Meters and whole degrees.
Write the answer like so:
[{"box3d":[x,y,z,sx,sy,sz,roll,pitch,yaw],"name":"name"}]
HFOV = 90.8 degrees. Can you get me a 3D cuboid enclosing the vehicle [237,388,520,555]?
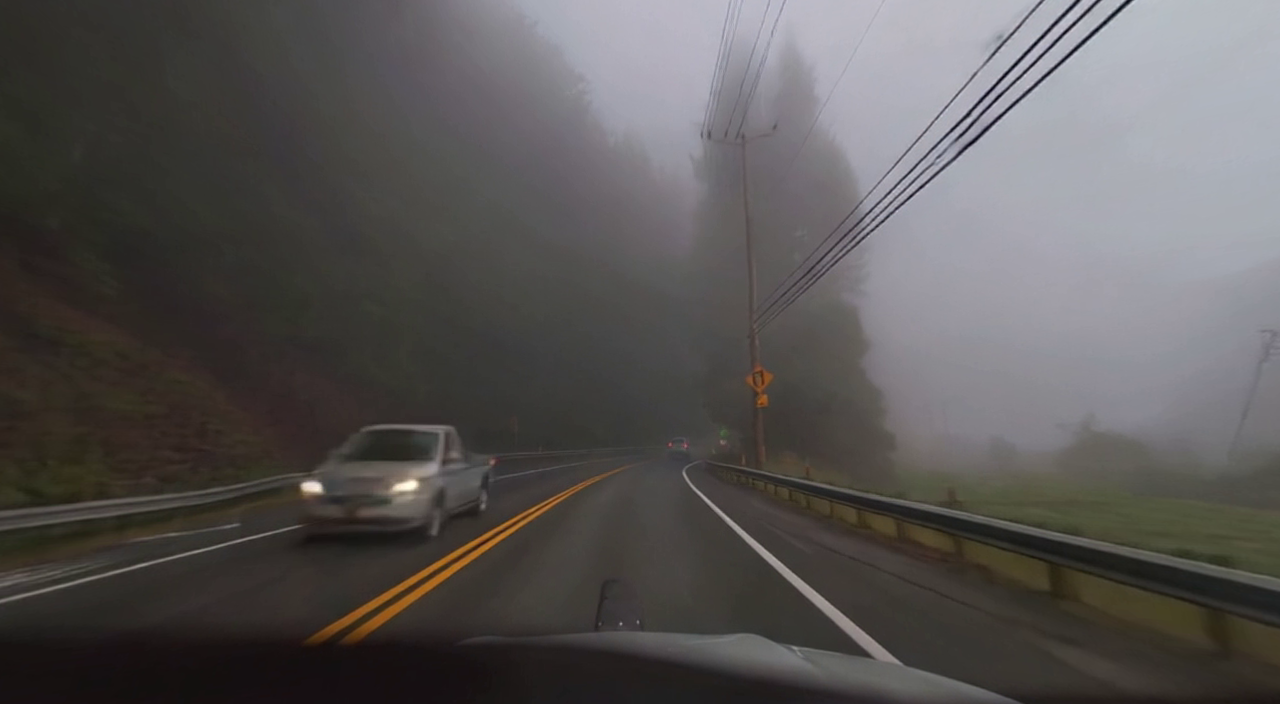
[{"box3d":[-3.645,1.822,10.201,2.343,1.998,4.973,-1,-9,1],"name":"vehicle"}]
